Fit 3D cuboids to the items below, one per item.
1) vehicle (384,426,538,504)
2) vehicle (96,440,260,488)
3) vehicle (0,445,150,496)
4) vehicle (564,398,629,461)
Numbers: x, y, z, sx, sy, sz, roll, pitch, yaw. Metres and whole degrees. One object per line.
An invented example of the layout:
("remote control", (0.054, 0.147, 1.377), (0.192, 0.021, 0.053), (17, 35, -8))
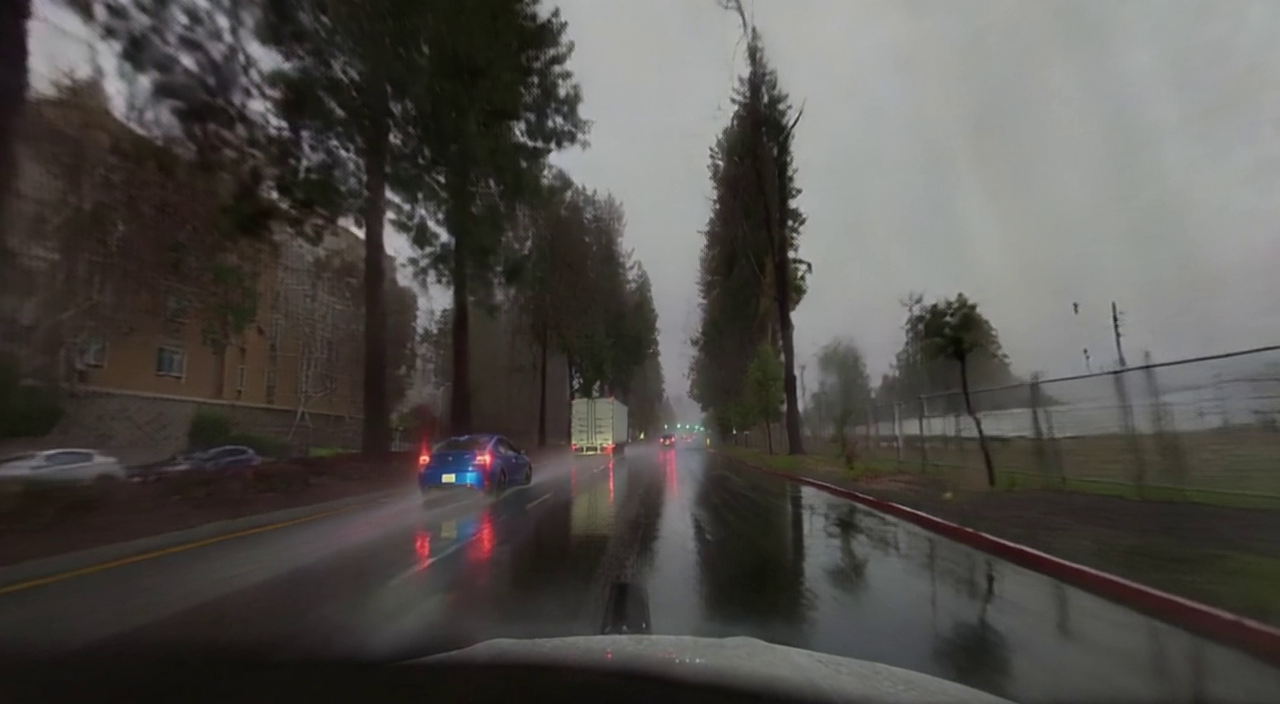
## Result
("vehicle", (-3.753, 2.465, 14.172), (2.005, 1.462, 4.345), (-1, -8, 3))
("vehicle", (-15.538, 3.760, 21.613), (1.934, 1.466, 4.697), (0, -8, 2))
("vehicle", (-18.710, 3.763, 20.512), (1.895, 1.464, 4.393), (0, -8, 2))
("vehicle", (-2.307, 4.618, 36.900), (2.746, 3.276, 8.572), (-1, -8, 3))
